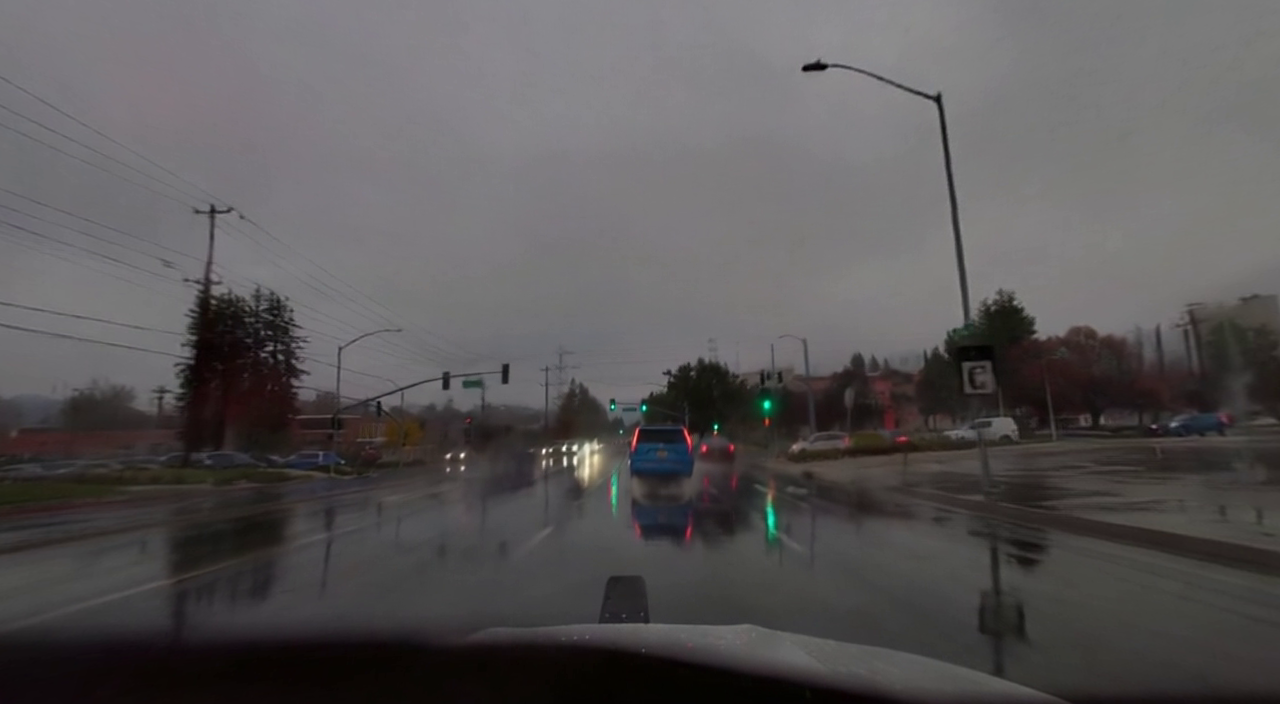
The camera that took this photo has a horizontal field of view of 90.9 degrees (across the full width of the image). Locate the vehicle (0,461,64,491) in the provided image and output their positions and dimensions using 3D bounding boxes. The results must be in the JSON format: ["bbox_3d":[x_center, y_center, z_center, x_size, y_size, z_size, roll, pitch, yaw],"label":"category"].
[{"bbox_3d":[-42.165,8.238,41.966,2.140,1.827,5.805,0,-8,1],"label":"vehicle"}]

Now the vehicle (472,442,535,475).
[{"bbox_3d":[-6.442,5.095,30.374,1.966,1.461,4.422,0,-8,1],"label":"vehicle"}]

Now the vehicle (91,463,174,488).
[{"bbox_3d":[-34.041,8.287,42.491,1.819,1.433,4.403,-1,-8,2],"label":"vehicle"}]

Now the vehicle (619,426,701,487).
[{"bbox_3d":[0.608,3.581,21.977,2.513,1.854,5.235,0,-8,0],"label":"vehicle"}]

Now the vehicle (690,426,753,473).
[{"bbox_3d":[3.978,4.914,31.988,2.452,2.148,5.877,0,-8,0],"label":"vehicle"}]
